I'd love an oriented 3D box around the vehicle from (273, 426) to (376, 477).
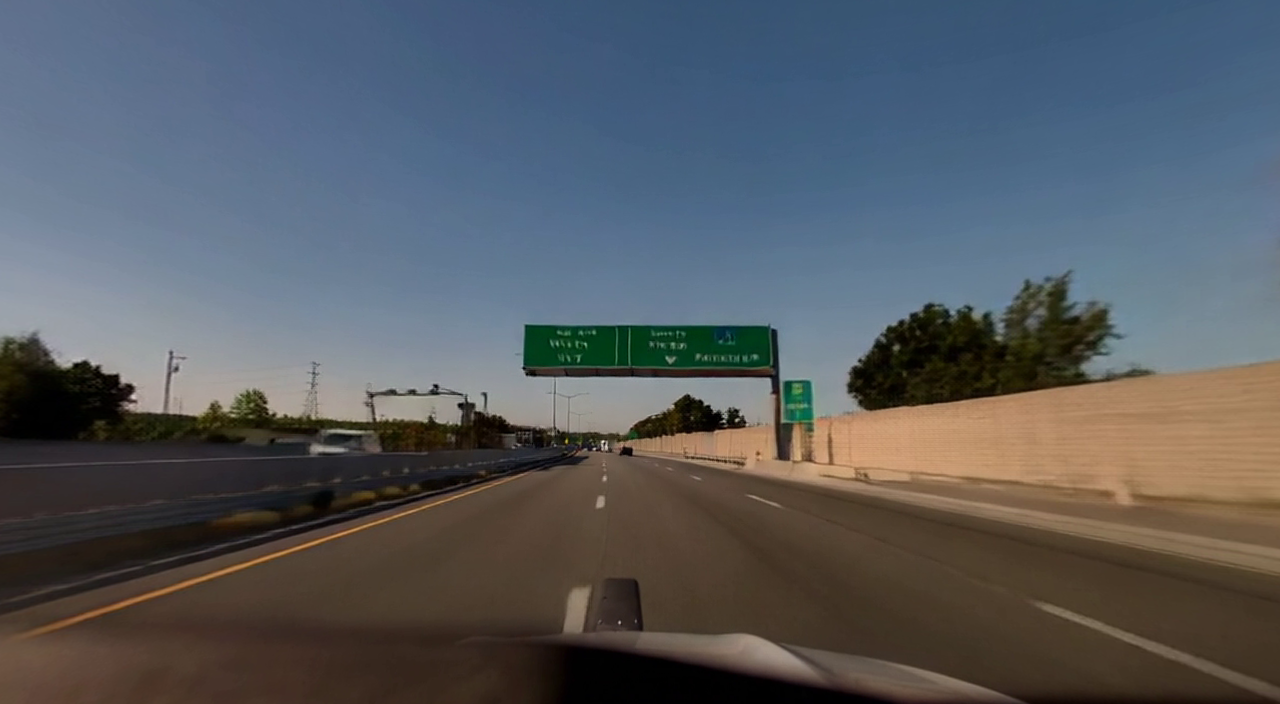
[{"bbox_3d":[-13.610,4.354,27.462,1.948,1.958,5.124,0,-9,-1],"label":"vehicle"}]
